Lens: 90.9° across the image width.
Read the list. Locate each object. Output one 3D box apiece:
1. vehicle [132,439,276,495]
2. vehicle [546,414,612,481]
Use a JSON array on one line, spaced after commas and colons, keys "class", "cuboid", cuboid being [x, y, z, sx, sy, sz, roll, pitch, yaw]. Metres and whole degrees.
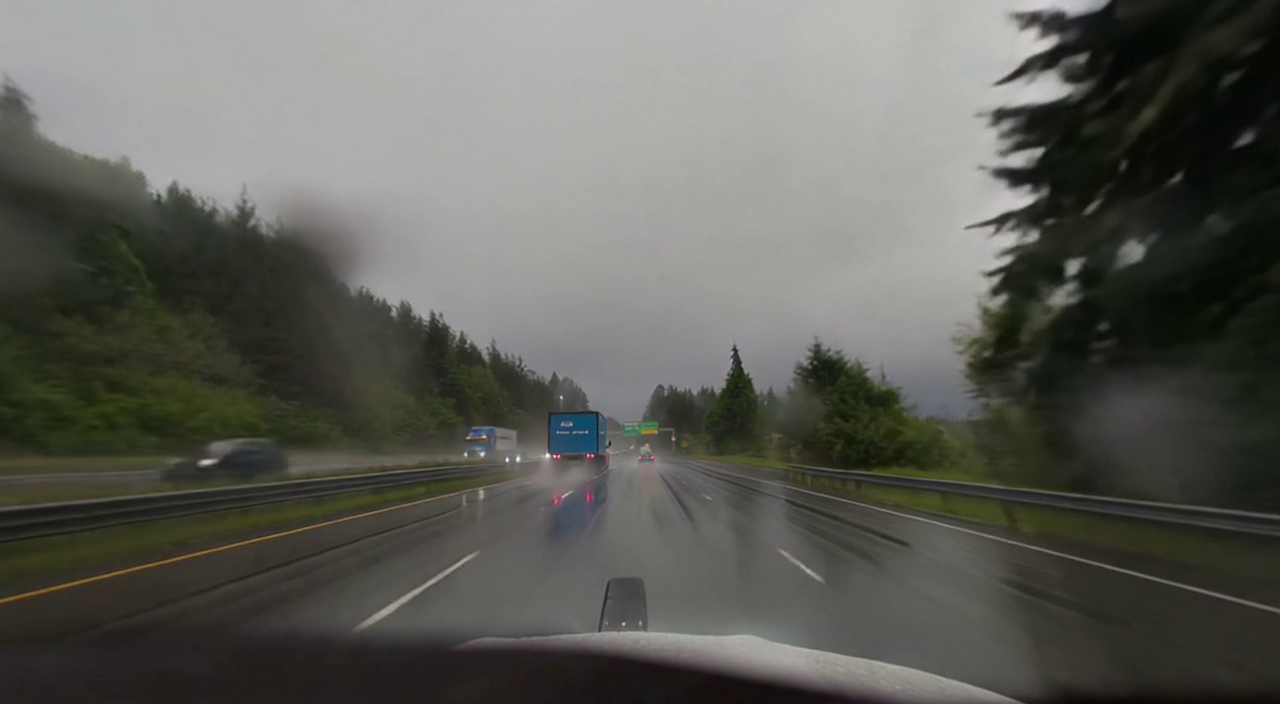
[{"class": "vehicle", "cuboid": [-16.917, 4.449, 24.839, 2.052, 1.943, 4.963, 0, -9, 1]}, {"class": "vehicle", "cuboid": [-3.036, 5.048, 33.286, 2.695, 3.151, 6.885, 0, -9, 0]}]
